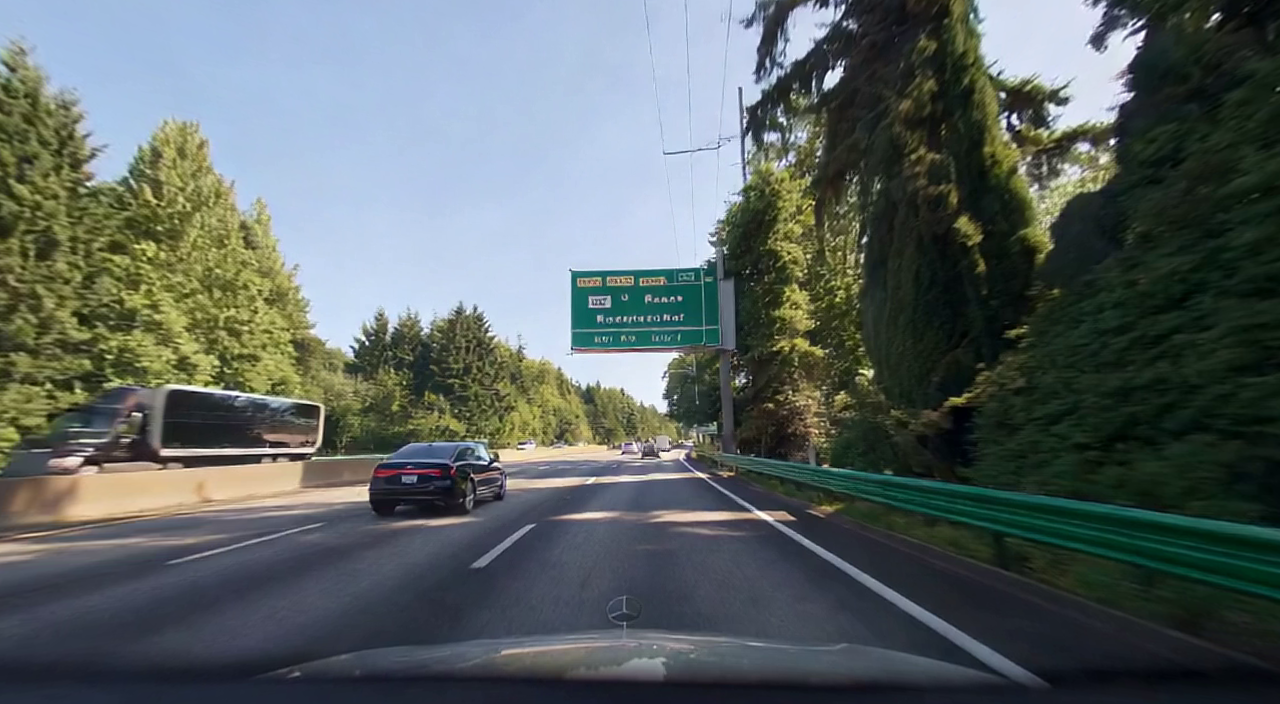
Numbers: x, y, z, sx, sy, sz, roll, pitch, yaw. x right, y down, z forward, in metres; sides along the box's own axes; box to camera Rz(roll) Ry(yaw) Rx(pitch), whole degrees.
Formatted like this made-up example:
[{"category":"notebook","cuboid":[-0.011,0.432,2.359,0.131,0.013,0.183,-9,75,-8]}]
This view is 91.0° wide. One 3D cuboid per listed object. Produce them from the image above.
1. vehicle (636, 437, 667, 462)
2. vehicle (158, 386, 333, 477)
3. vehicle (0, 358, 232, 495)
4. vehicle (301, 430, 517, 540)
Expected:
[{"category":"vehicle","cuboid":[0.924,7.275,47.103,2.176,1.725,4.182,0,-8,2]},{"category":"vehicle","cuboid":[-19.512,4.114,32.097,3.271,4.022,8.274,0,-8,1]},{"category":"vehicle","cuboid":[-19.682,2.784,22.492,3.028,3.896,10.375,0,-8,1]},{"category":"vehicle","cuboid":[-3.656,2.173,11.035,2.021,1.515,4.453,0,-8,1]}]
